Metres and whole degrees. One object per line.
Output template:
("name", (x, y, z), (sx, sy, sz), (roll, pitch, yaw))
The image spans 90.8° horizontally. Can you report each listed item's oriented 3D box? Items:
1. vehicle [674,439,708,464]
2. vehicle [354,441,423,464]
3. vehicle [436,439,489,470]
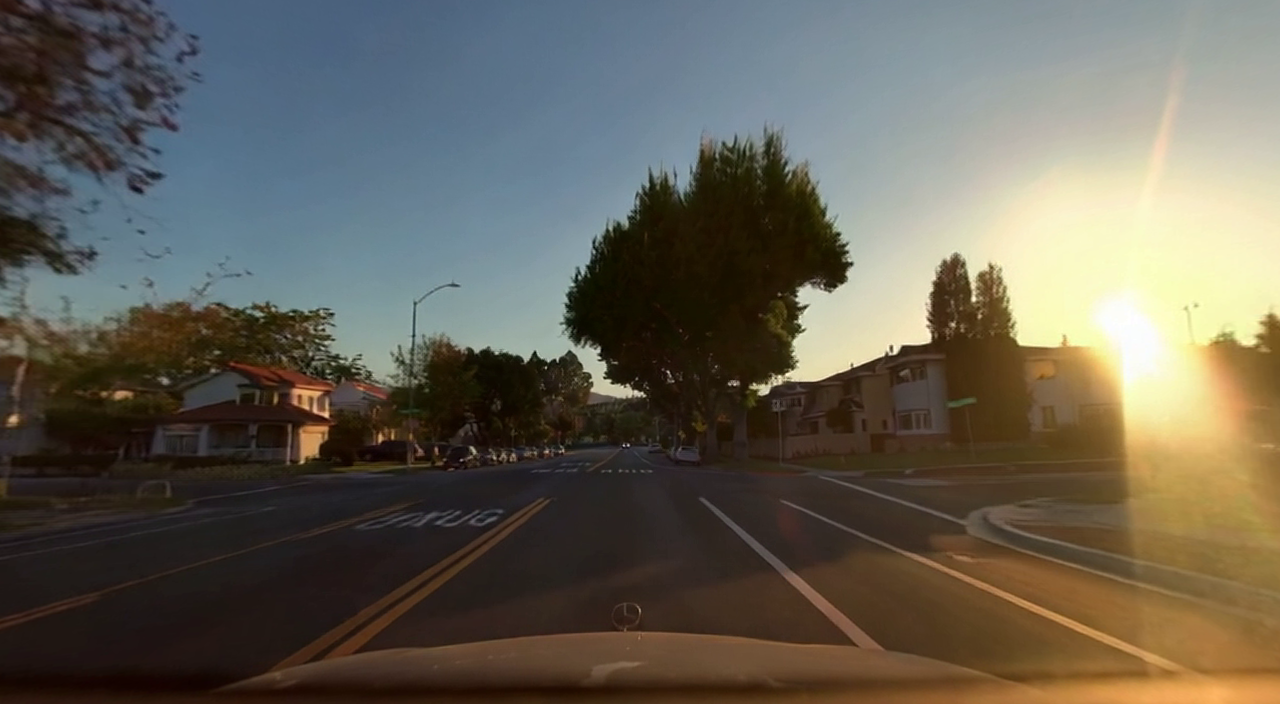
("vehicle", (3.741, 7.404, 47.058), (2.027, 1.751, 4.433), (0, -9, -2))
("vehicle", (-19.516, 7.819, 49.188), (4.450, 1.677, 2.027), (0, -9, -3))
("vehicle", (-12.217, 7.103, 43.881), (2.199, 1.988, 5.454), (0, -9, -2))
